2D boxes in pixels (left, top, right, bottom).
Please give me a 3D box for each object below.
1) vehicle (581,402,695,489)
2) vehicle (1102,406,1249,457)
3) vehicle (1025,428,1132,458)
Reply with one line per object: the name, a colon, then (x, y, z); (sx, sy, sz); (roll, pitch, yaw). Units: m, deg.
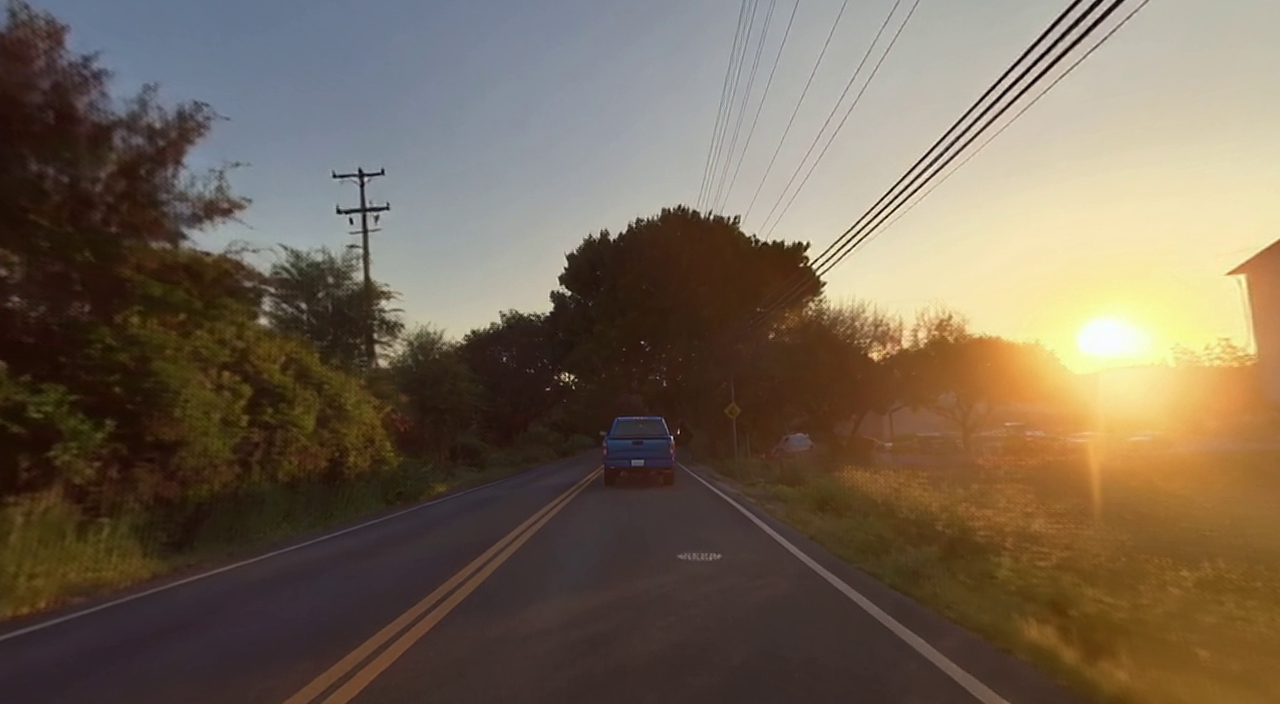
vehicle: (-0.107, 3.034, 20.629); (3.021, 2.326, 7.410); (0, -8, -1)
vehicle: (33.636, 5.068, 39.986); (2.581, 2.932, 6.340); (4, -9, -27)
vehicle: (31.394, 6.555, 45.587); (2.323, 2.002, 6.310); (2, -8, -13)
